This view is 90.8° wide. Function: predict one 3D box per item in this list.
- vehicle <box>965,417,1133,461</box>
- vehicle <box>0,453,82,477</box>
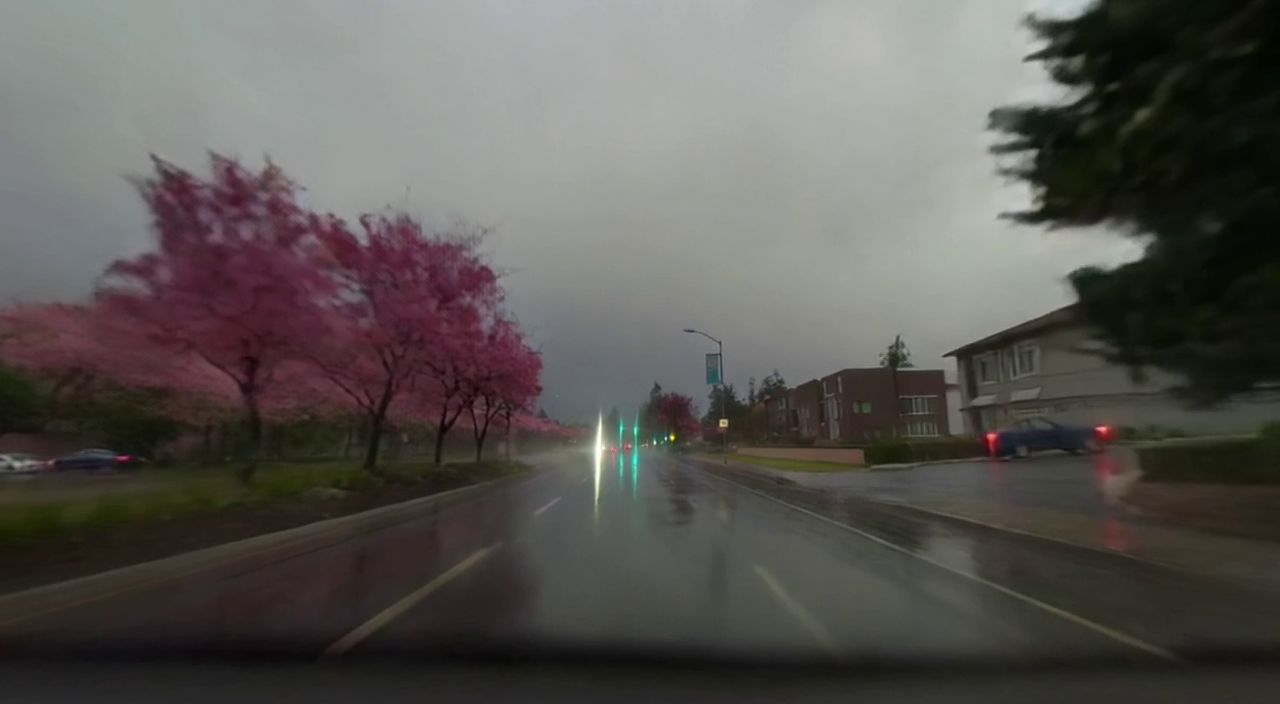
[{"bbox_3d":[15.185,3.266,23.664,4.877,1.592,1.913,0,-8,2],"label":"vehicle"},{"bbox_3d":[-45.906,8.583,48.225,4.530,1.734,2.066,0,-8,-2],"label":"vehicle"}]
